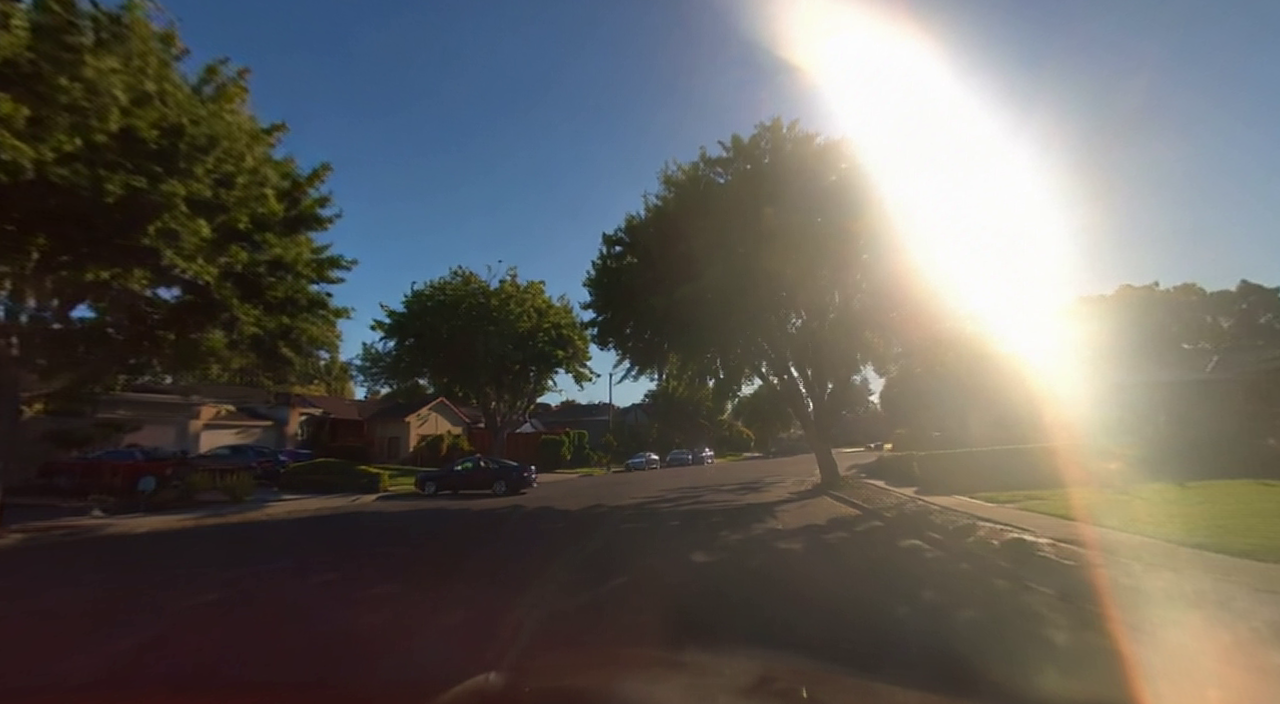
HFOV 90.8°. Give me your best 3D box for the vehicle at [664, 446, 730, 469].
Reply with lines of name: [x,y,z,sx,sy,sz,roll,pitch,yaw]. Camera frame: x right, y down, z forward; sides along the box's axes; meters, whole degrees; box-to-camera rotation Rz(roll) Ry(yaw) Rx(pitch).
vehicle: [4.422,8.178,49.082,4.692,1.660,1.879,-3,-9,21]

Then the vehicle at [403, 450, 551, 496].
vehicle: [-5.670,4.211,22.265,4.653,1.480,1.871,-2,-9,10]
